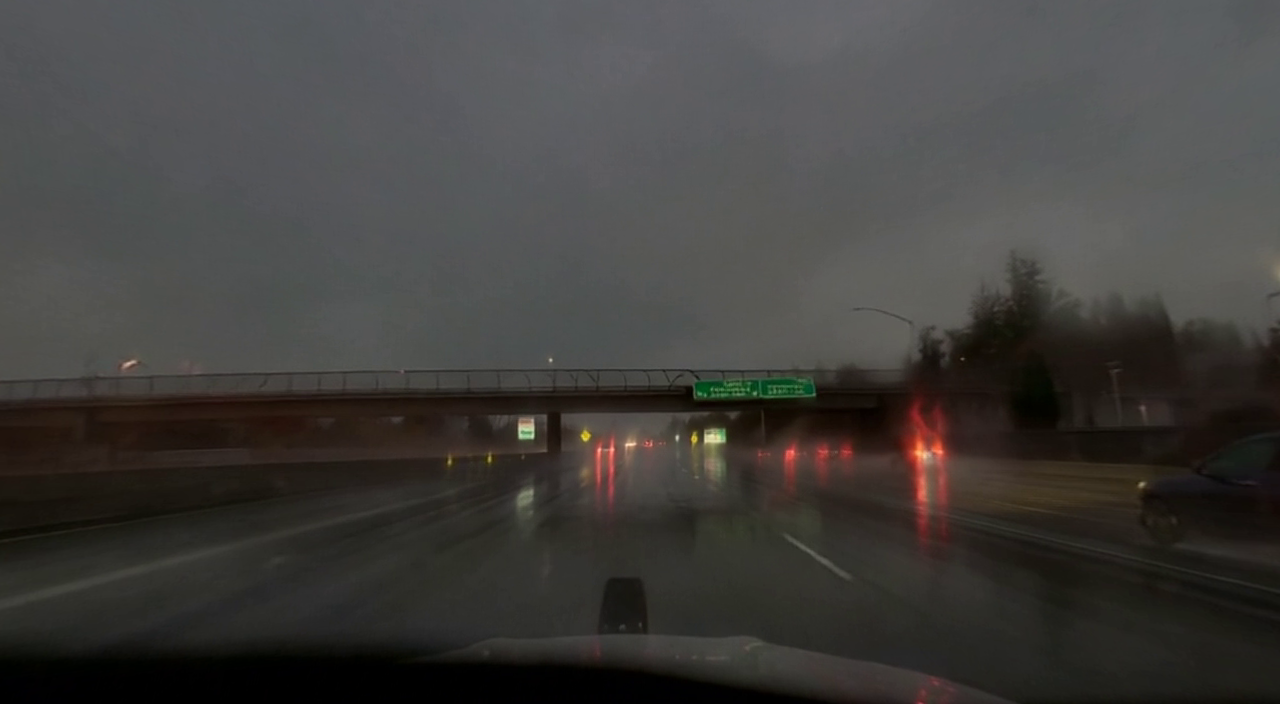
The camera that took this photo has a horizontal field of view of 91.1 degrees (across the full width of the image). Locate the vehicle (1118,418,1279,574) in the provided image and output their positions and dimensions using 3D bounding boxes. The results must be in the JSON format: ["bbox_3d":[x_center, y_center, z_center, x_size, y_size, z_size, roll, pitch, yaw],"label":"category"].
[{"bbox_3d":[7.661,1.451,6.235,2.032,1.601,4.863,0,-8,1],"label":"vehicle"}]
